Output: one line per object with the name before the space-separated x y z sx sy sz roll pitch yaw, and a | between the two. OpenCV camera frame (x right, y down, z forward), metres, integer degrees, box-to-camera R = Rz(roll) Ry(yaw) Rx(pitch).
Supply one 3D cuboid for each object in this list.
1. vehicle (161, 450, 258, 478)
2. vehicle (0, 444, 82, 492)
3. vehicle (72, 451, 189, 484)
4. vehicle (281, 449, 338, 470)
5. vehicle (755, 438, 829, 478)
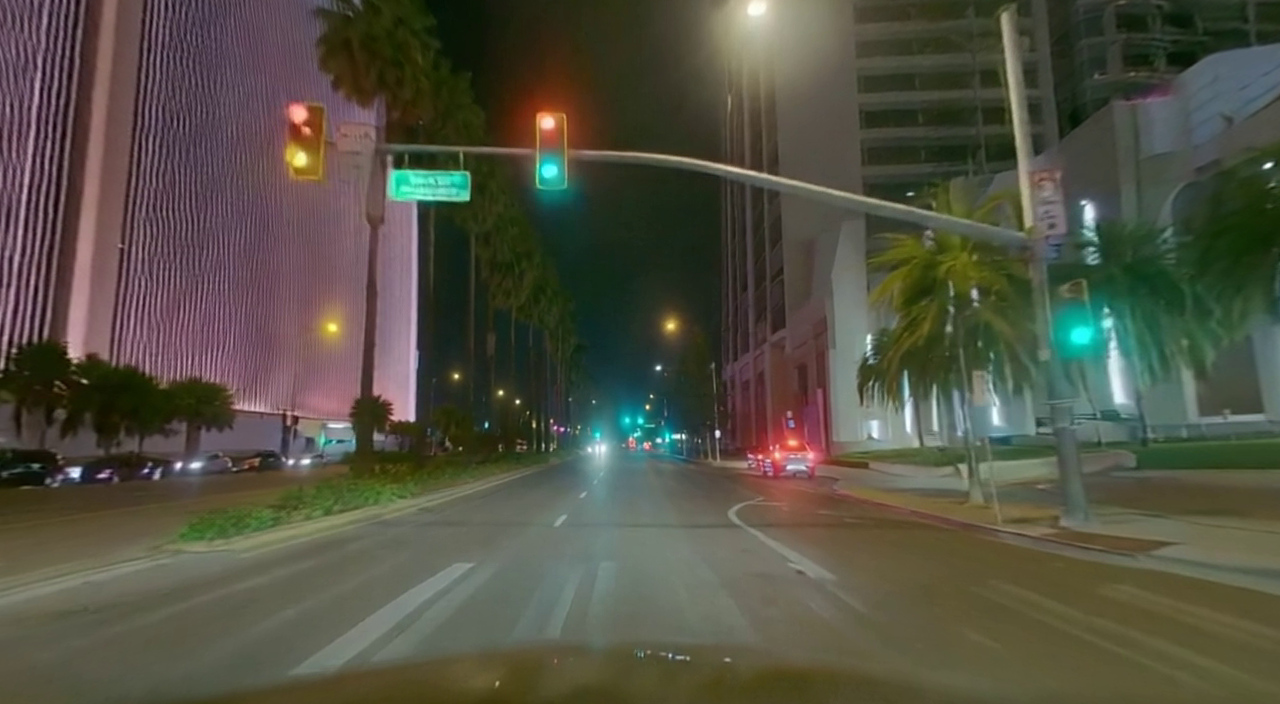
vehicle | -24.359 6.329 36.017 1.905 1.496 4.960 0 -9 1
vehicle | -24.370 4.403 24.158 1.891 1.737 4.597 0 -9 -2
vehicle | -24.268 5.480 30.344 1.792 1.461 4.569 0 -9 1
vehicle | -24.482 7.964 46.961 1.801 1.444 4.640 0 -9 -2
vehicle | 7.051 4.988 29.859 2.225 1.727 4.418 0 -9 -2
